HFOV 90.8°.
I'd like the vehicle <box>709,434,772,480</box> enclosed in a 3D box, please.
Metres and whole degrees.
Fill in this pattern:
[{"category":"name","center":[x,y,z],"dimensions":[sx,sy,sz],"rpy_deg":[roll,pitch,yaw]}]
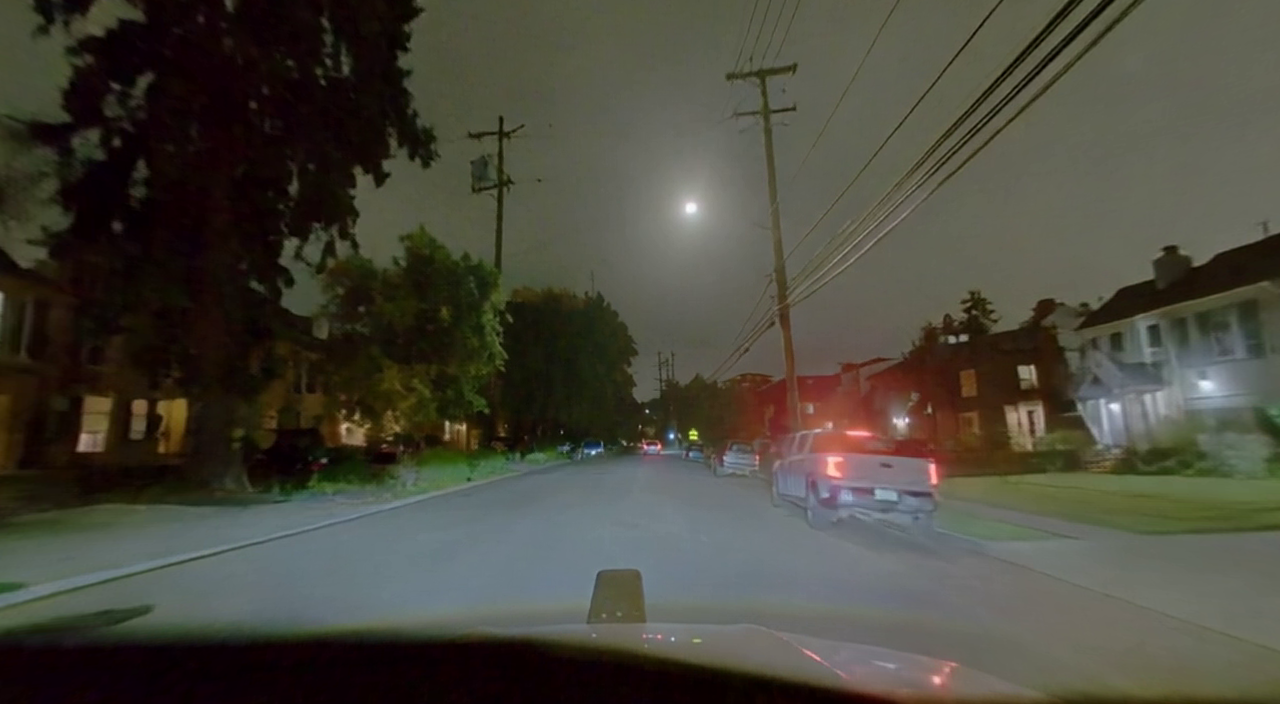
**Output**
[{"category":"vehicle","center":[4.191,4.450,27.056],"dimensions":[2.066,1.753,4.877],"rpy_deg":[0,-8,2]}]

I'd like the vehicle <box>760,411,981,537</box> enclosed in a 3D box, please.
[{"category":"vehicle","center":[3.847,2.152,11.786],"dimensions":[2.280,1.820,5.001],"rpy_deg":[0,-8,1]}]

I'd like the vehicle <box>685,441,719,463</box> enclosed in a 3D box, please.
[{"category":"vehicle","center":[4.460,7.302,46.181],"dimensions":[2.031,1.471,4.328],"rpy_deg":[0,-8,-1]}]

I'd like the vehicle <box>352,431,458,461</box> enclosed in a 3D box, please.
[{"category":"vehicle","center":[-12.343,4.991,33.439],"dimensions":[4.792,1.521,2.077],"rpy_deg":[0,-8,1]}]
